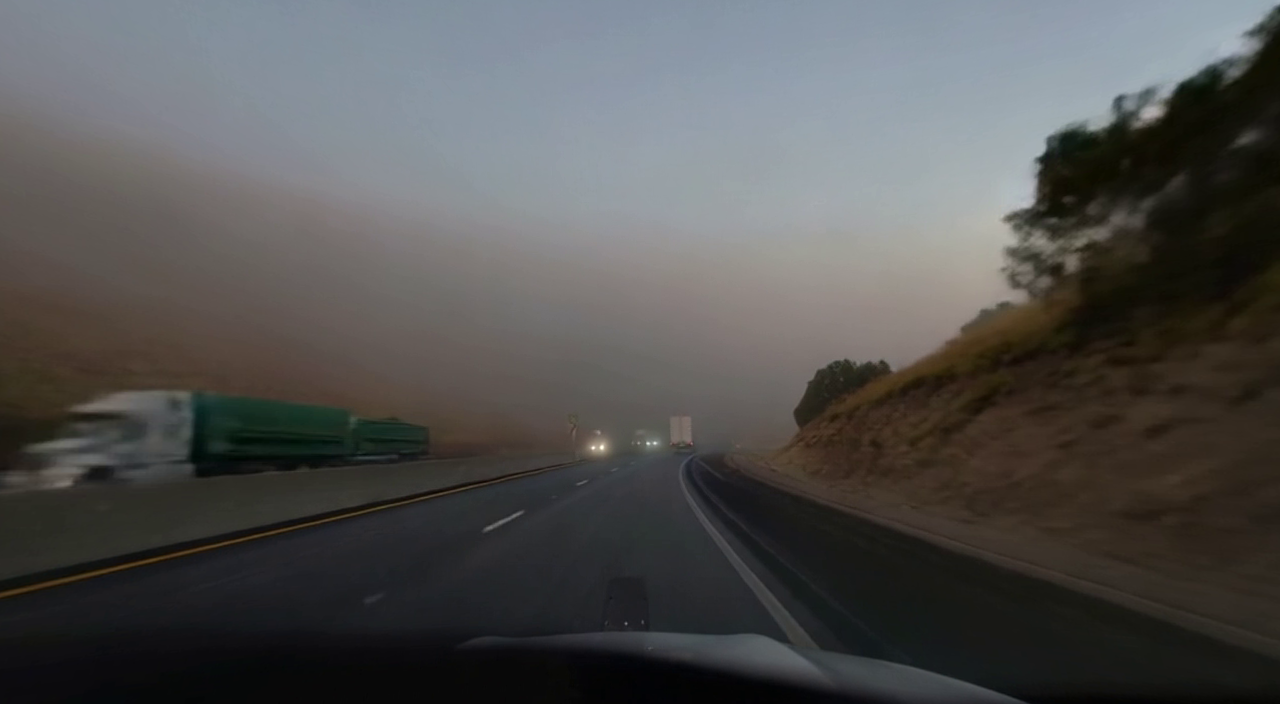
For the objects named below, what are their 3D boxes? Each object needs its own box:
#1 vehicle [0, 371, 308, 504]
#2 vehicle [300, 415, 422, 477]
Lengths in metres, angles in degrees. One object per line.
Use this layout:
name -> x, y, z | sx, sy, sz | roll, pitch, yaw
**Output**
vehicle -> -14.386, 2.789, 19.922 | 2.932, 3.214, 9.129 | 0, -9, -1
vehicle -> -14.387, 5.002, 33.414 | 2.777, 2.828, 8.062 | 0, -9, 0
